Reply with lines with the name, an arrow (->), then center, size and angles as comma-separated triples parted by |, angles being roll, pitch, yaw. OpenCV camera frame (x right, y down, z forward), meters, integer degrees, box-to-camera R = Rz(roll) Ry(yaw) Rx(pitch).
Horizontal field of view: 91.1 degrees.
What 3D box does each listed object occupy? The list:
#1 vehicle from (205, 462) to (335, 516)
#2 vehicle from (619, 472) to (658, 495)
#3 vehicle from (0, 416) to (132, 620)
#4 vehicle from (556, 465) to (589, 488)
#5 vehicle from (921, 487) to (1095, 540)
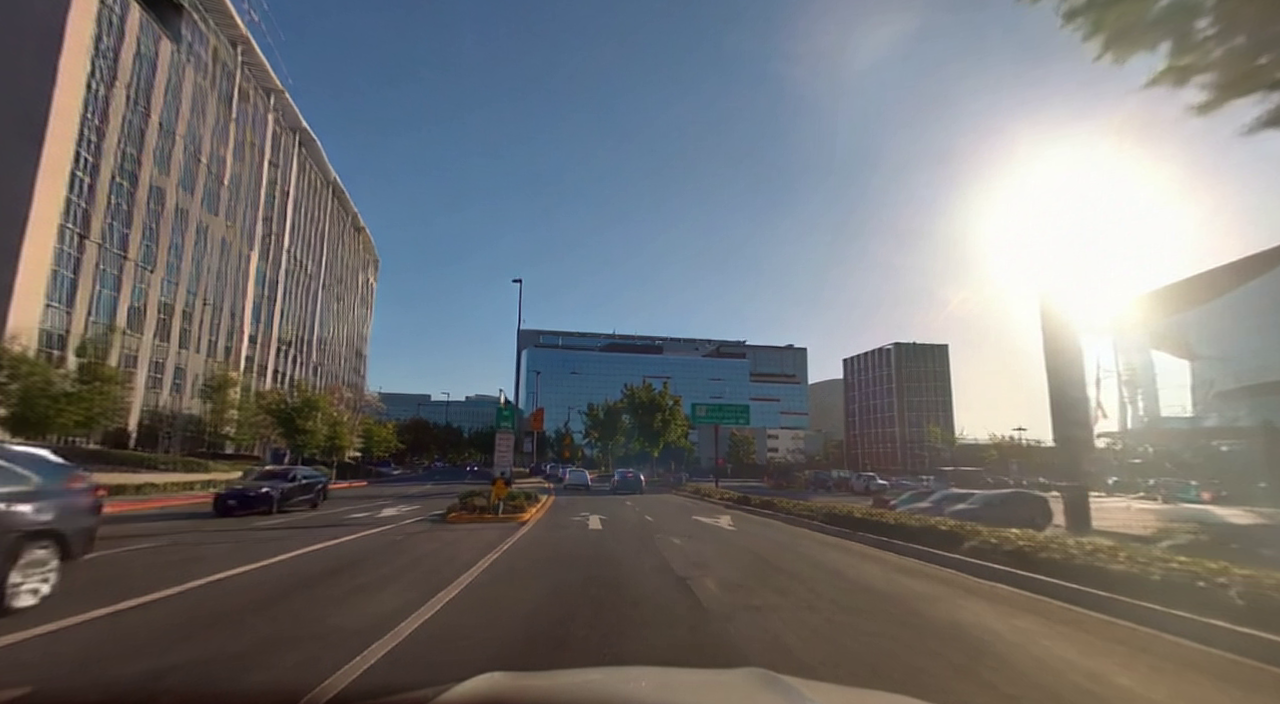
vehicle -> -11.173, 4.156, 19.310 | 1.839, 1.456, 3.859 | 1, -10, -5
vehicle -> -0.131, 7.435, 35.587 | 1.775, 1.186, 2.933 | 2, -11, -9
vehicle -> -6.357, 1.230, 4.393 | 2.011, 1.701, 4.519 | 1, -10, -5
vehicle -> -4.747, 8.682, 43.860 | 2.005, 1.498, 3.643 | 2, -11, -10
vehicle -> 11.503, 5.058, 19.876 | 4.302, 1.456, 1.832 | 0, -10, 2
